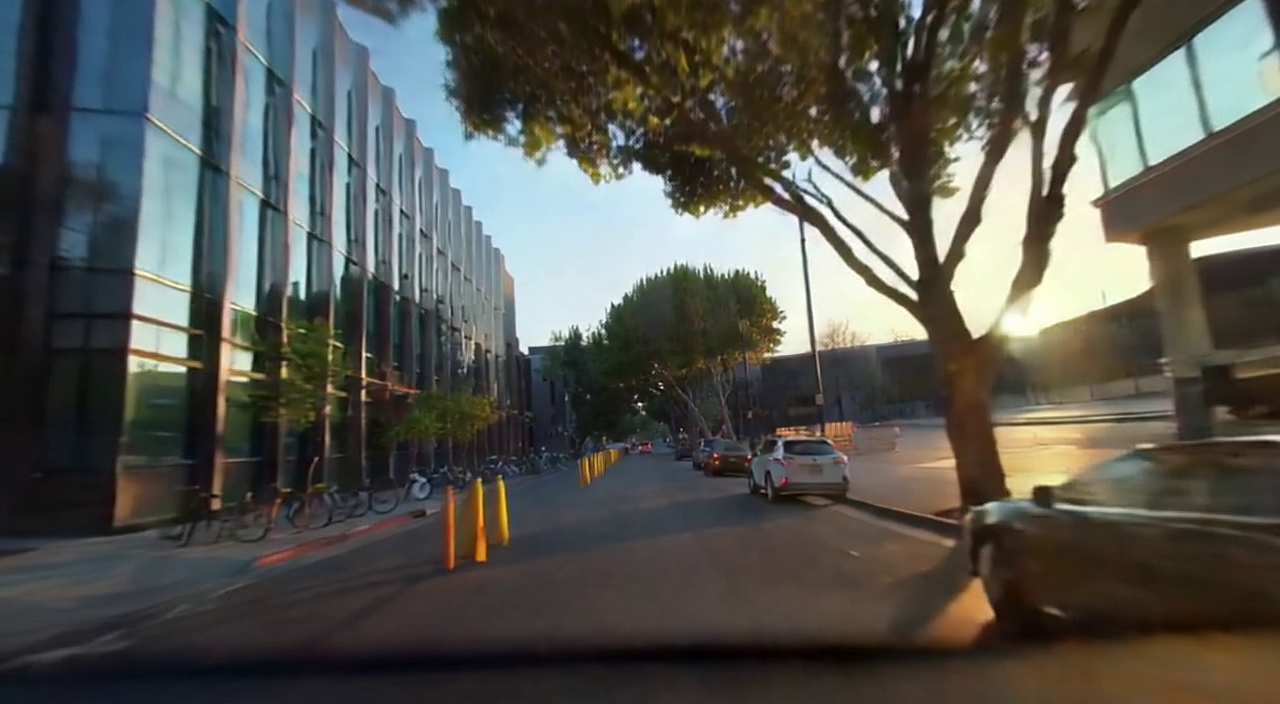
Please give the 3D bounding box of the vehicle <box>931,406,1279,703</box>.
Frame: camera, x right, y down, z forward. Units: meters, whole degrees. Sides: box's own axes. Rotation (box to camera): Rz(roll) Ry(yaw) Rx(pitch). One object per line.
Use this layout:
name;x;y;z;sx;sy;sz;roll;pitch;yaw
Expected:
vehicle;3.723;1.047;3.254;1.926;1.509;4.985;-1;-8;-2

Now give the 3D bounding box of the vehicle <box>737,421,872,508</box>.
vehicle;3.799;2.674;15.452;1.999;1.769;4.191;-1;-8;-2

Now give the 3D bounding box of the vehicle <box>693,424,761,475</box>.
vehicle;3.472;4.007;26.094;2.127;1.864;4.892;-1;-8;0
